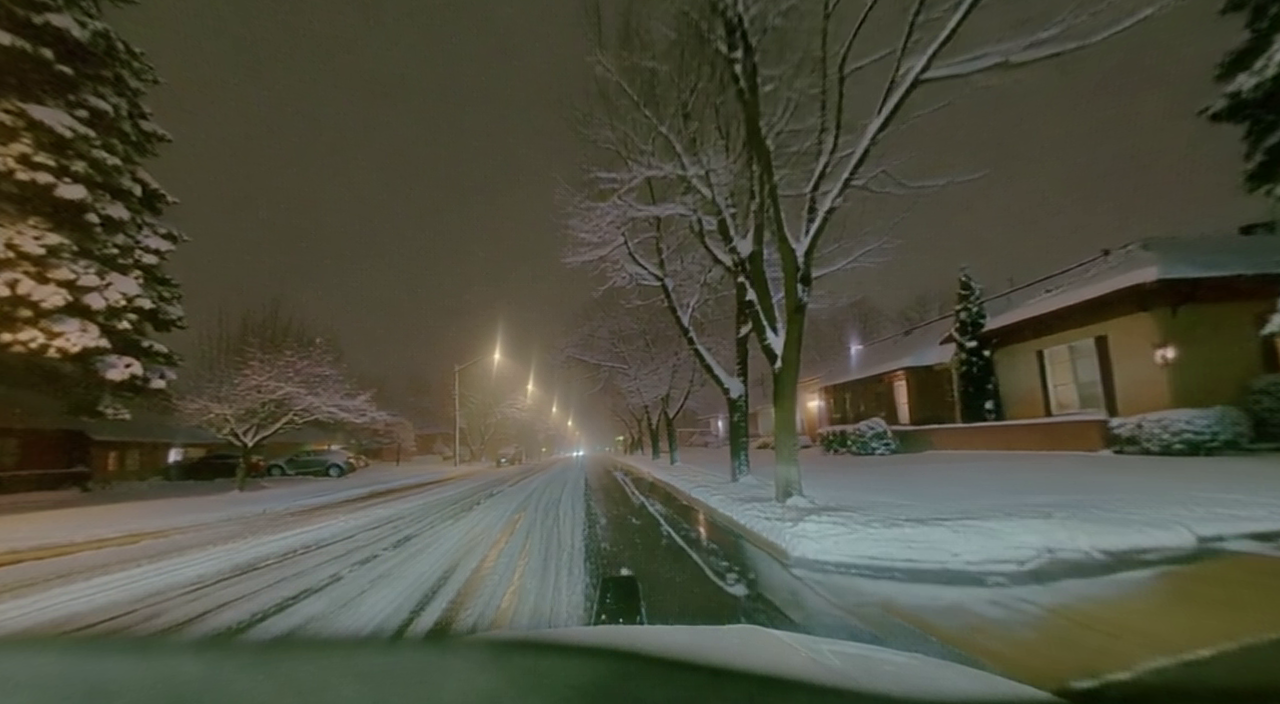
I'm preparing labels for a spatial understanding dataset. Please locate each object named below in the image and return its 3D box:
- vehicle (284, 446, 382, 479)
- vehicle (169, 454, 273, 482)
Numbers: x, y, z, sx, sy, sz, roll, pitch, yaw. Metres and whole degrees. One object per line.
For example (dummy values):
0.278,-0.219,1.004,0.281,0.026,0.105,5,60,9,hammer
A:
-17.549,6.326,36.308,4.559,1.745,1.918,1,-9,-6,vehicle
-23.897,6.616,36.170,4.531,1.470,1.855,0,-9,-3,vehicle
